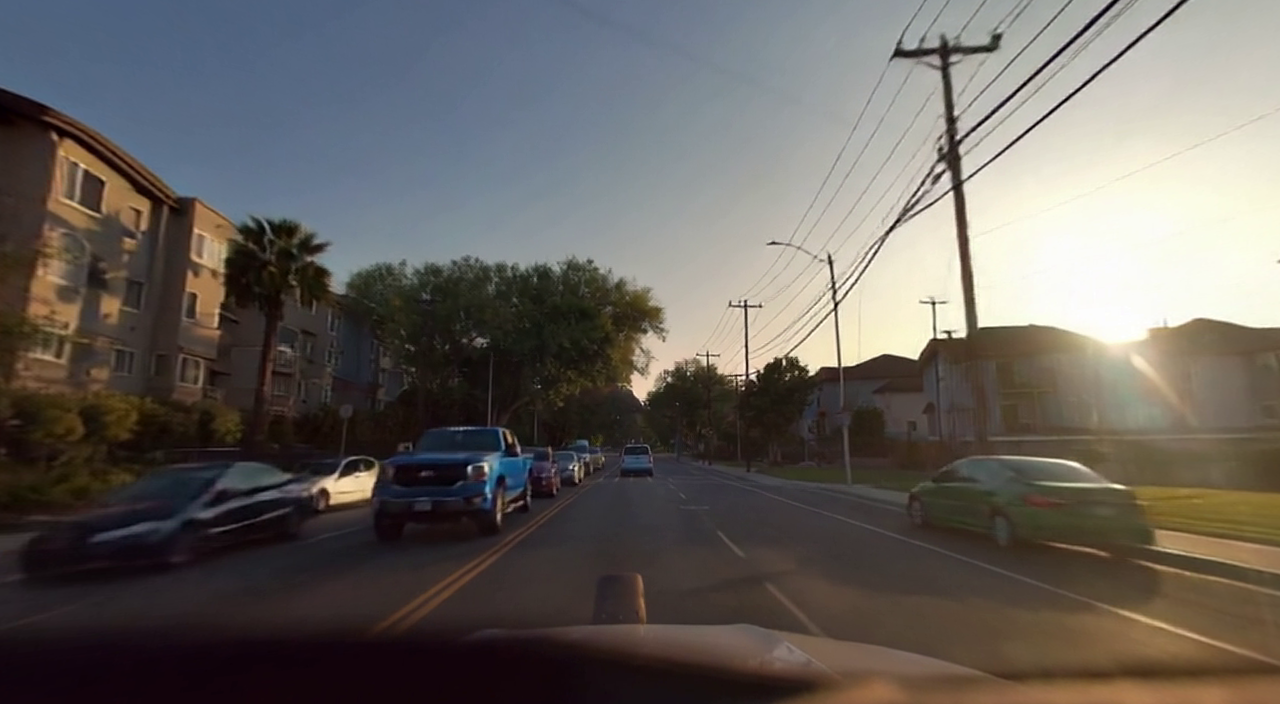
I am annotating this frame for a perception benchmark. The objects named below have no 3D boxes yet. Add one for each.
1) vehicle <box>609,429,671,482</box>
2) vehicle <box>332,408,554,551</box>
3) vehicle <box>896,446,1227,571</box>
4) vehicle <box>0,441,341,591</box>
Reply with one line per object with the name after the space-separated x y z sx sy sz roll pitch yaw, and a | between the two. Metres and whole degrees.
0.050 4.233 25.747 2.308 1.940 4.125 -1 -10 1 | vehicle
-2.941 2.051 10.869 2.178 1.861 4.920 0 -9 0 | vehicle
6.119 2.278 10.141 1.943 1.490 4.783 1 -9 -1 | vehicle
-6.239 2.000 8.712 1.917 1.467 4.653 0 -9 0 | vehicle
